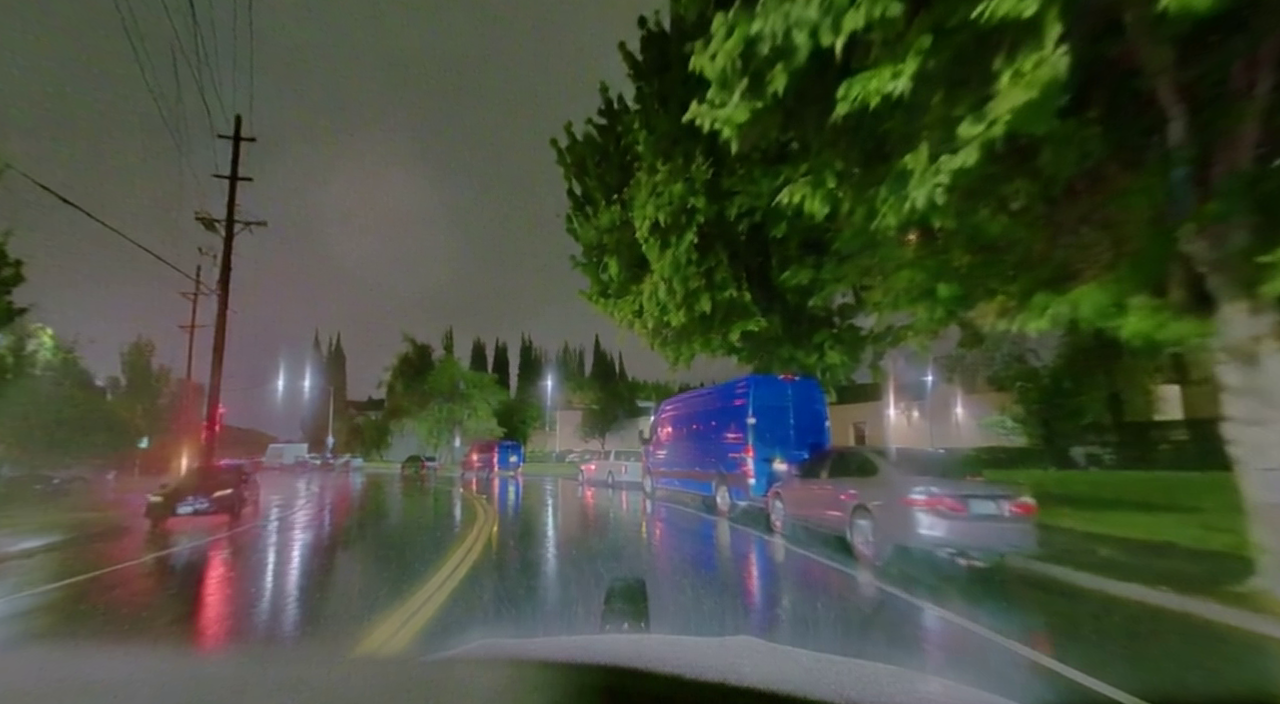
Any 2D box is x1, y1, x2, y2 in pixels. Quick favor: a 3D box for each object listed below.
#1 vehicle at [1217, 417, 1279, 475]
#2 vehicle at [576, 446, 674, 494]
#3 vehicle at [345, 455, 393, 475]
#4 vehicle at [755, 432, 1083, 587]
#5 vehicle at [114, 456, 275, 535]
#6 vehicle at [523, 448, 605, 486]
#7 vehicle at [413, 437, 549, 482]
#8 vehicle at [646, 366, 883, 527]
[{"bbox_3d":[19.841,2.961,20.060,1.830,1.648,4.635,-11,-13,43],"label":"vehicle"},{"bbox_3d":[-0.661,3.993,21.809,1.961,1.456,4.569,3,-9,-20],"label":"vehicle"},{"bbox_3d":[-20.714,8.586,48.067,1.804,1.453,4.462,8,-12,-44],"label":"vehicle"},{"bbox_3d":[3.165,1.859,8.390,1.891,1.466,4.362,1,-9,-8],"label":"vehicle"},{"bbox_3d":[-10.156,3.228,14.758,1.985,1.485,3.820,3,-9,-18],"label":"vehicle"},{"bbox_3d":[-3.433,4.968,27.615,1.957,1.479,4.554,5,-10,-29],"label":"vehicle"},{"bbox_3d":[-9.408,6.125,36.052,3.041,2.164,10.370,5,-11,-41],"label":"vehicle"},{"bbox_3d":[2.217,2.126,14.268,2.406,2.689,6.916,2,-9,-15],"label":"vehicle"}]
